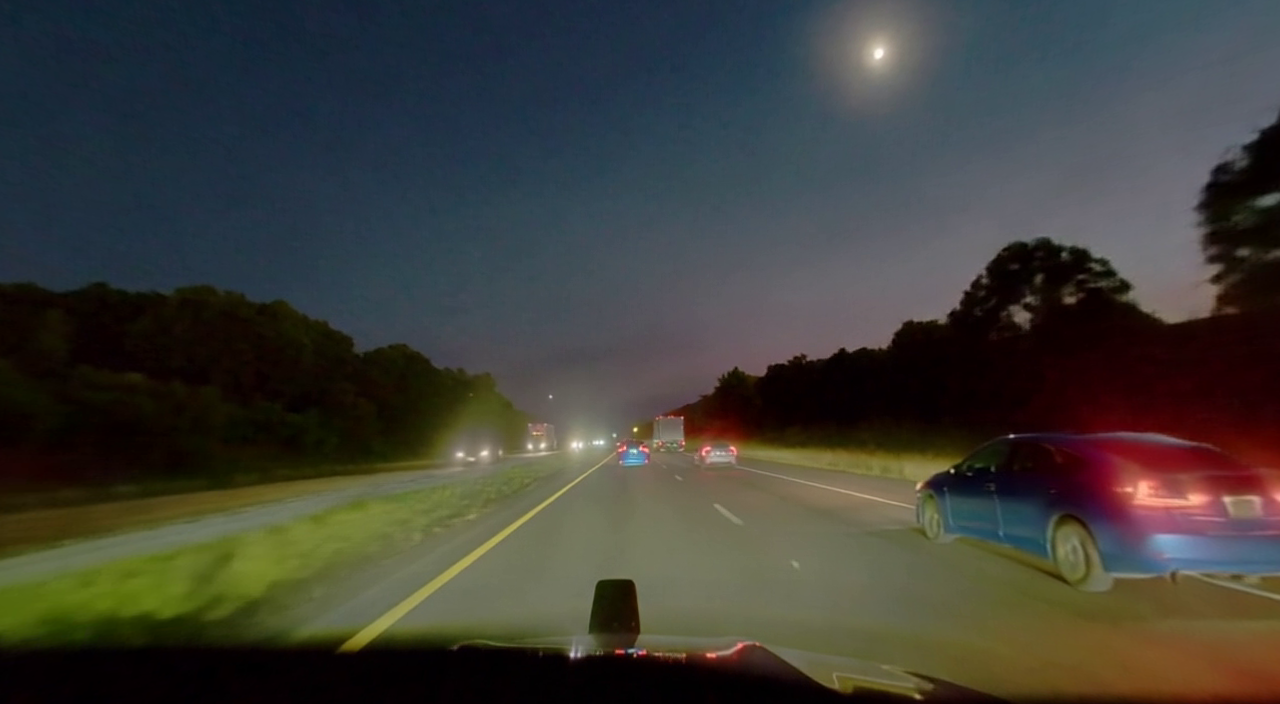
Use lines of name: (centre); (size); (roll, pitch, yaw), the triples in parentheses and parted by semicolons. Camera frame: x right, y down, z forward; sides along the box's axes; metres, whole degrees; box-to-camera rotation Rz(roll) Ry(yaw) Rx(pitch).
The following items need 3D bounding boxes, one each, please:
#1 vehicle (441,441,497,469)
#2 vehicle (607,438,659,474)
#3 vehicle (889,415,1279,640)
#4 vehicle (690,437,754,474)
vehicle: (-9.741, 5.888, 36.210); (2.154, 1.488, 4.002); (0, -8, -1)
vehicle: (-0.324, 4.505, 27.702); (2.143, 1.466, 3.693); (0, -8, -1)
vehicle: (4.534, 1.487, 6.510); (2.066, 1.526, 4.216); (0, -8, -2)
vehicle: (3.483, 4.475, 27.602); (2.004, 1.469, 4.472); (0, -8, -2)
